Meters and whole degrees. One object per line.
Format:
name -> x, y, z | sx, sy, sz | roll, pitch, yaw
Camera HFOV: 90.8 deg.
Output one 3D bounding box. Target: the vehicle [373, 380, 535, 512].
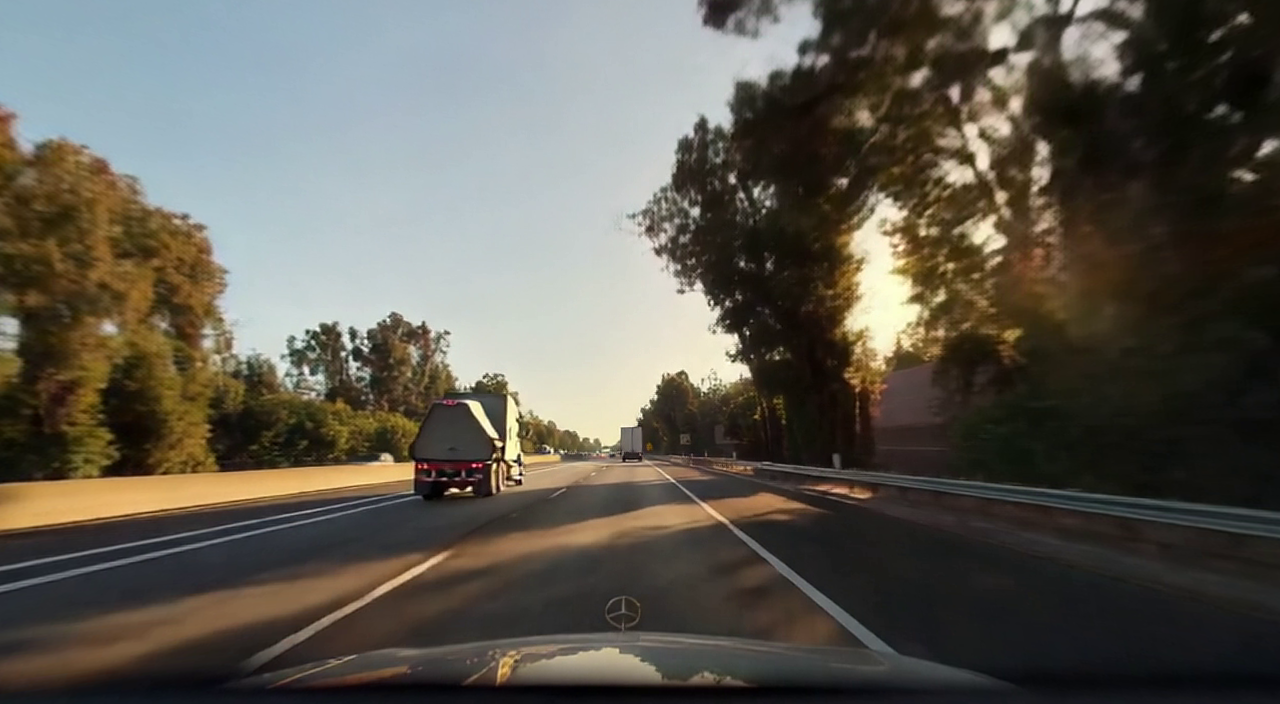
vehicle -> -4.512, 2.504, 16.742 | 2.368, 2.813, 6.329 | 0, -9, 0
